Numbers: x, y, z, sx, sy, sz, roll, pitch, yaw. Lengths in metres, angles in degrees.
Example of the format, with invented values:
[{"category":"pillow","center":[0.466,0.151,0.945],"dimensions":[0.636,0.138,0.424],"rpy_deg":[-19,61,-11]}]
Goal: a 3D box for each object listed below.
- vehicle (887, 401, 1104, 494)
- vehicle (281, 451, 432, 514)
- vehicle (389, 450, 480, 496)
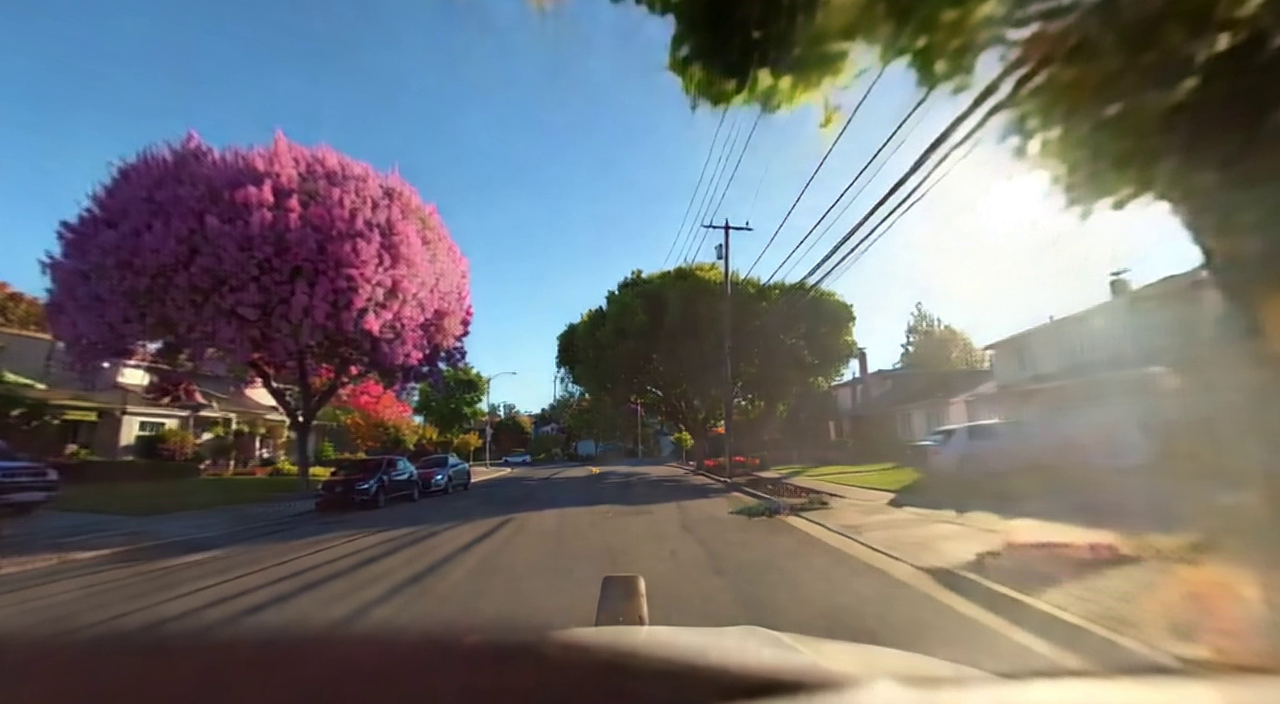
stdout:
[{"category":"vehicle","center":[8.578,2.355,15.562],"dimensions":[4.025,1.738,1.920],"rpy_deg":[-6,-9,-1]},{"category":"vehicle","center":[-7.625,3.527,17.624],"dimensions":[2.034,1.493,4.524],"rpy_deg":[0,-9,1]},{"category":"vehicle","center":[-7.362,4.360,23.122],"dimensions":[1.896,1.484,4.298],"rpy_deg":[0,-9,0]}]
